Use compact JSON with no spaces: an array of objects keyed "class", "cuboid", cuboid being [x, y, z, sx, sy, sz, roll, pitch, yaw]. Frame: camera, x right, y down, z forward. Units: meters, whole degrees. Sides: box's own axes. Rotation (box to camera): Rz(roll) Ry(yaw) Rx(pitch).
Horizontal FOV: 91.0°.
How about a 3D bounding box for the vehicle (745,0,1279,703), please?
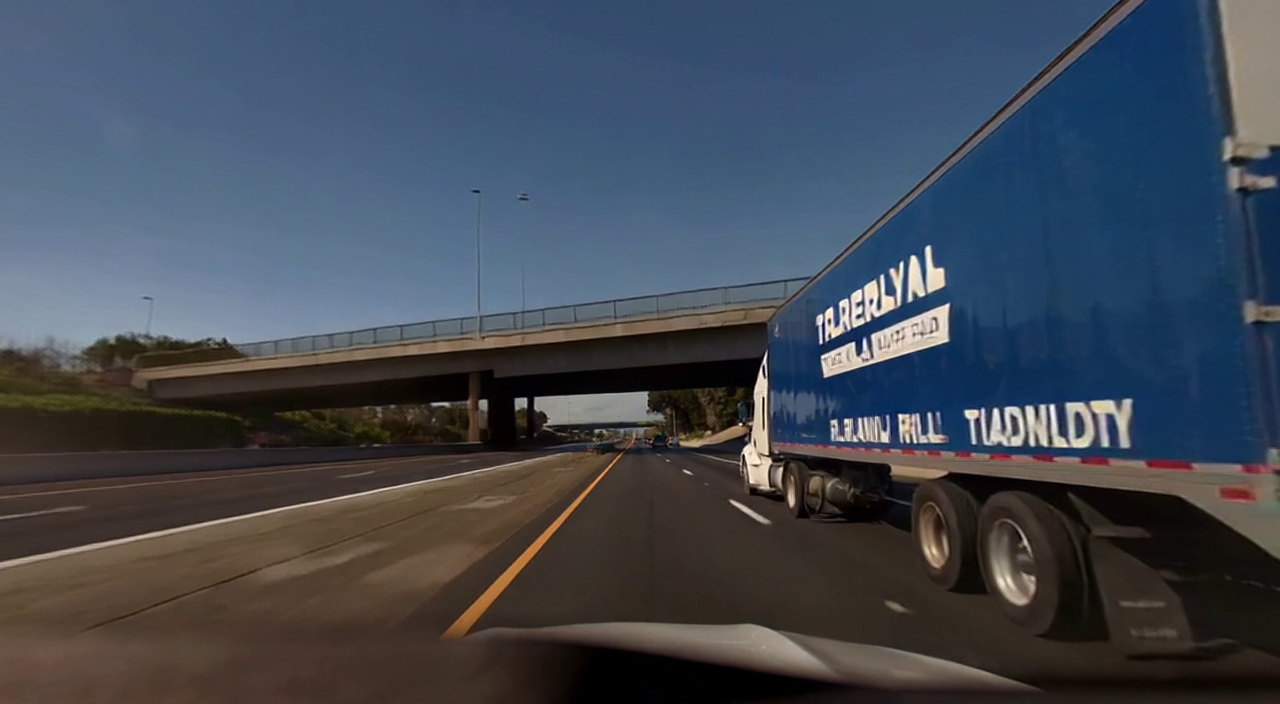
[{"class":"vehicle","cuboid":[4.204,0.727,9.392,3.006,4.093,14.142,0,-8,1]}]
